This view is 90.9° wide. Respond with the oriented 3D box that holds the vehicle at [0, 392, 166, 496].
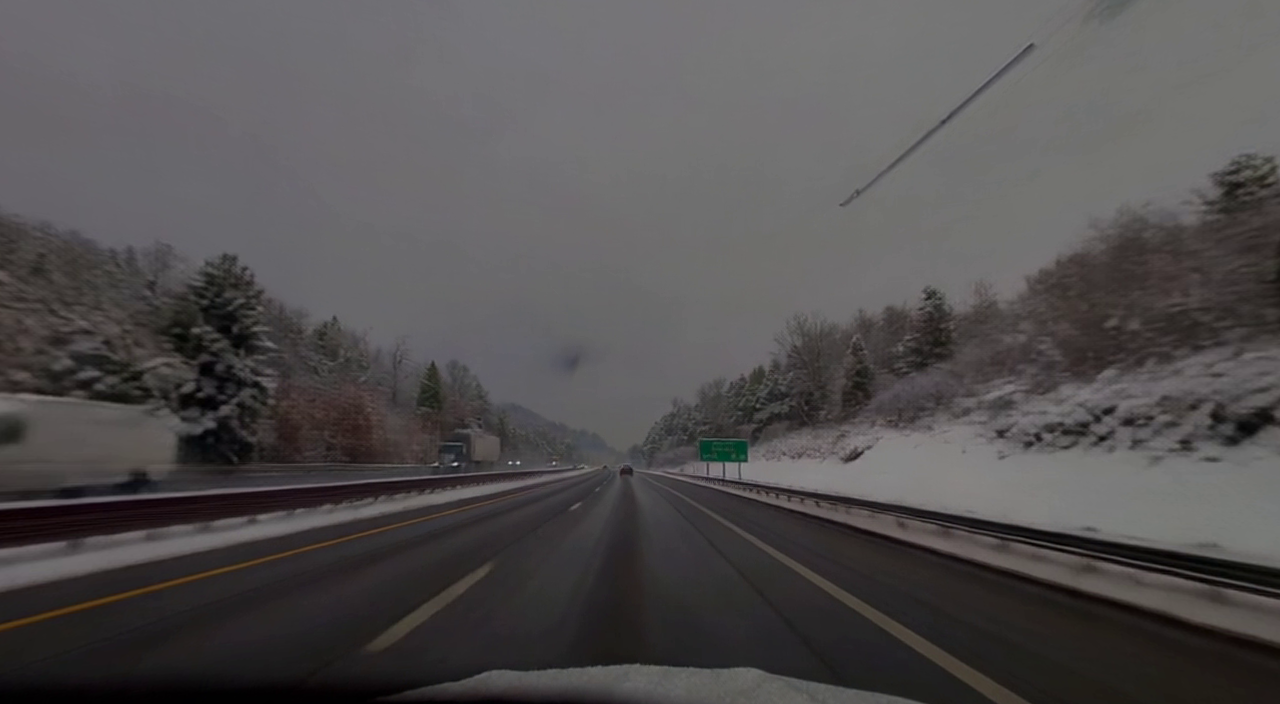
[{"bbox_3d":[-15.034,2.314,15.477,2.198,2.227,5.741,1,-10,0],"label":"vehicle"}]
